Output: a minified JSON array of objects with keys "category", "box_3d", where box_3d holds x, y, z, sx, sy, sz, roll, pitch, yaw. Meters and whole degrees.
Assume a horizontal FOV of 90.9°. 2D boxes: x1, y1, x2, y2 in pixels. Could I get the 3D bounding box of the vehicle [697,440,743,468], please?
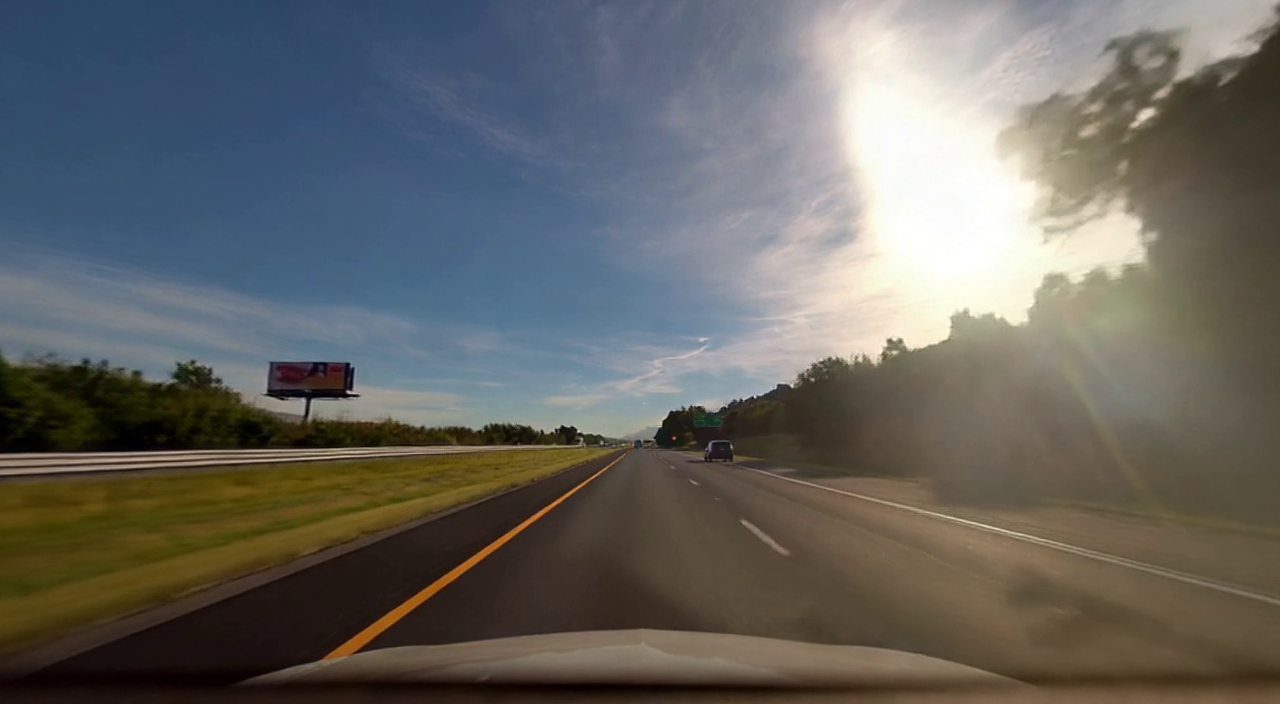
[{"category":"vehicle","box_3d":[4.599,5.937,36.823,2.012,1.476,4.256,0,-9,-2]}]
